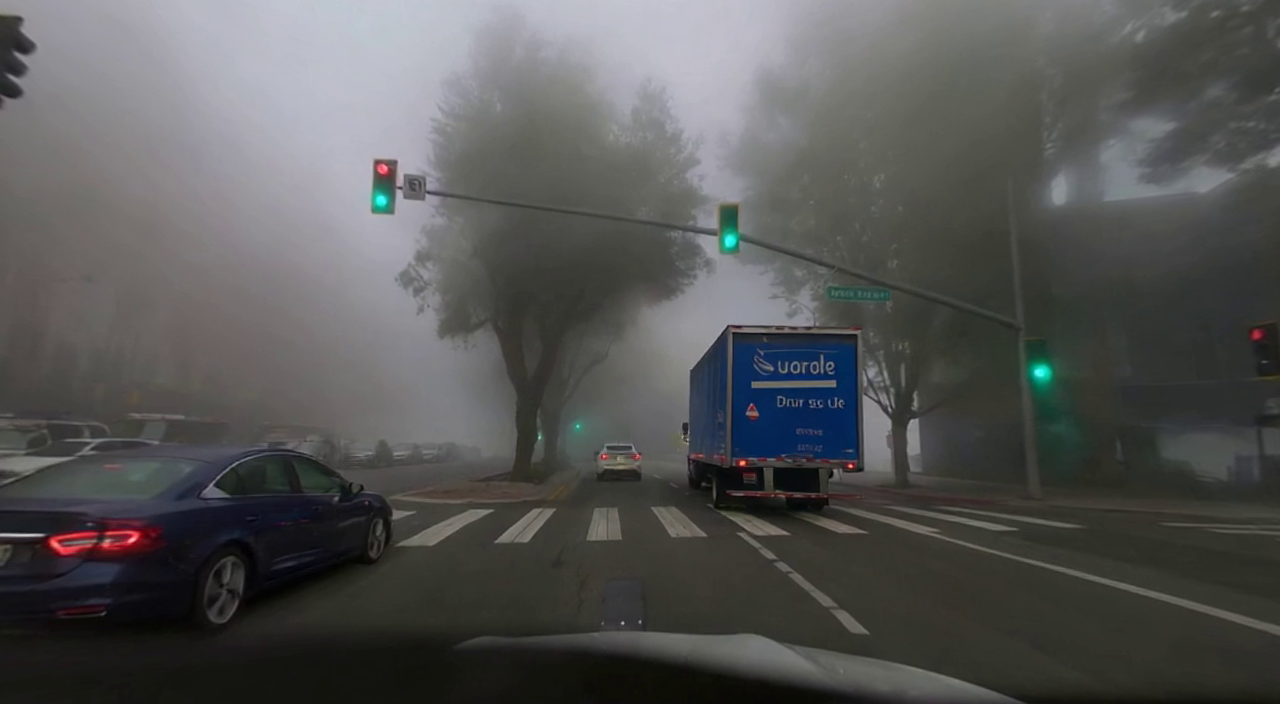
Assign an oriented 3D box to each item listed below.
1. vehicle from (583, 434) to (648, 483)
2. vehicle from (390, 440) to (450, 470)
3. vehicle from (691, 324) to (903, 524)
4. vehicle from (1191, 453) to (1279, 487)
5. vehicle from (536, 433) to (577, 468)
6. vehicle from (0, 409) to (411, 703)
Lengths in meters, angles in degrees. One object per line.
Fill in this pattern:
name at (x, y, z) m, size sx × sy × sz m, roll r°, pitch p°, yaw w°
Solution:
vehicle at (-1.056, 4.304, 25.640) m, size 2.388 × 1.811 × 4.455 m, roll 1°, pitch -9°, yaw -4°
vehicle at (-13.332, 6.263, 38.361) m, size 2.241 × 1.705 × 4.807 m, roll 1°, pitch -9°, yaw -4°
vehicle at (3.195, 1.907, 15.734) m, size 2.905 × 3.644 × 8.441 m, roll 0°, pitch -9°, yaw -1°
vehicle at (32.182, 6.291, 33.765) m, size 4.767 × 1.660 × 2.089 m, roll 5°, pitch -9°, yaw -28°
vehicle at (-5.581, 6.660, 42.667) m, size 2.269 × 2.181 × 5.787 m, roll 0°, pitch -9°, yaw -3°
vehicle at (-3.748, 1.386, 5.462) m, size 1.828 × 1.515 × 4.422 m, roll 0°, pitch -9°, yaw 0°
